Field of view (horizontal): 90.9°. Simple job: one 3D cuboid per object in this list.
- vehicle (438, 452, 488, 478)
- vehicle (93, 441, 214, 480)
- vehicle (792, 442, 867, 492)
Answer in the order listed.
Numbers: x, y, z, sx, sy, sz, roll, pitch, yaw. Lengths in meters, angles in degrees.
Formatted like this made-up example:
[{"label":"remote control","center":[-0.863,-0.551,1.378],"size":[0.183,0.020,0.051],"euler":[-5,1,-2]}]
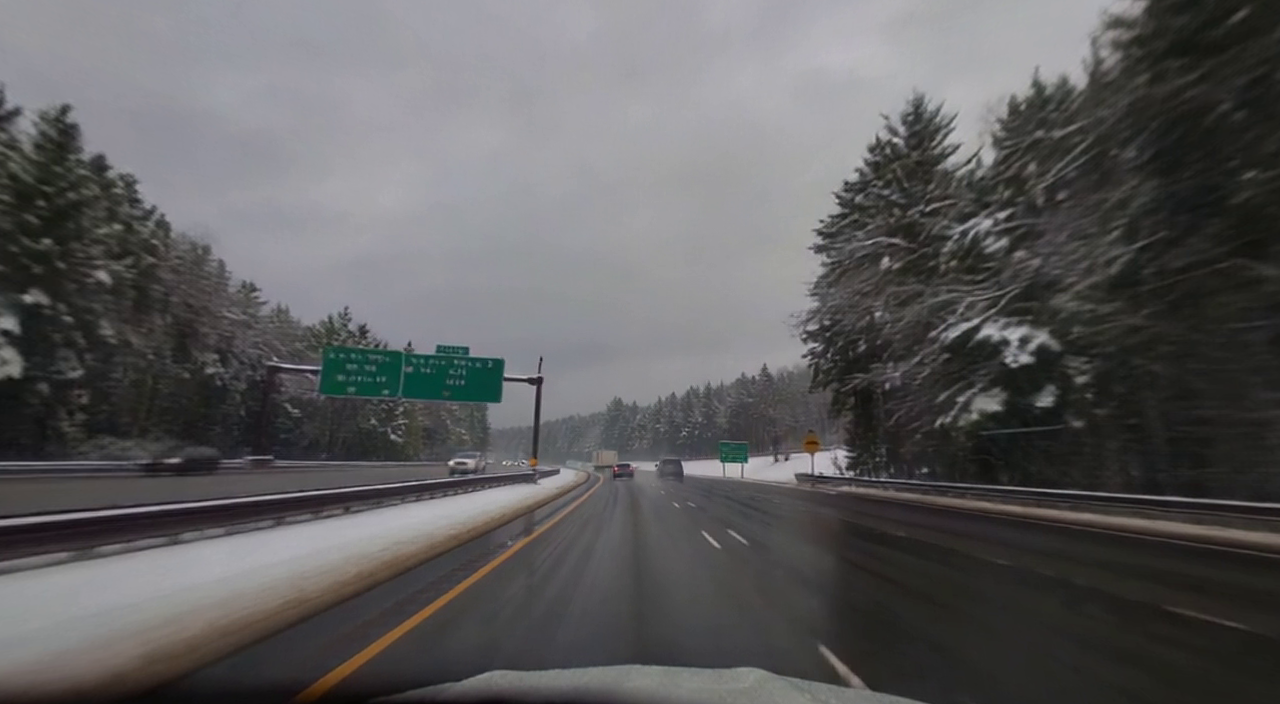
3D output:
[{"label":"vehicle","center":[-11.275,7.281,40.509],"size":[1.965,1.501,4.441],"euler":[1,-10,-1]},{"label":"vehicle","center":[-21.325,4.829,27.864],"size":[1.868,1.546,4.332],"euler":[1,-10,-1]},{"label":"vehicle","center":[11.210,6.930,37.953],"size":[2.398,2.721,6.295],"euler":[1,-11,-2]}]
